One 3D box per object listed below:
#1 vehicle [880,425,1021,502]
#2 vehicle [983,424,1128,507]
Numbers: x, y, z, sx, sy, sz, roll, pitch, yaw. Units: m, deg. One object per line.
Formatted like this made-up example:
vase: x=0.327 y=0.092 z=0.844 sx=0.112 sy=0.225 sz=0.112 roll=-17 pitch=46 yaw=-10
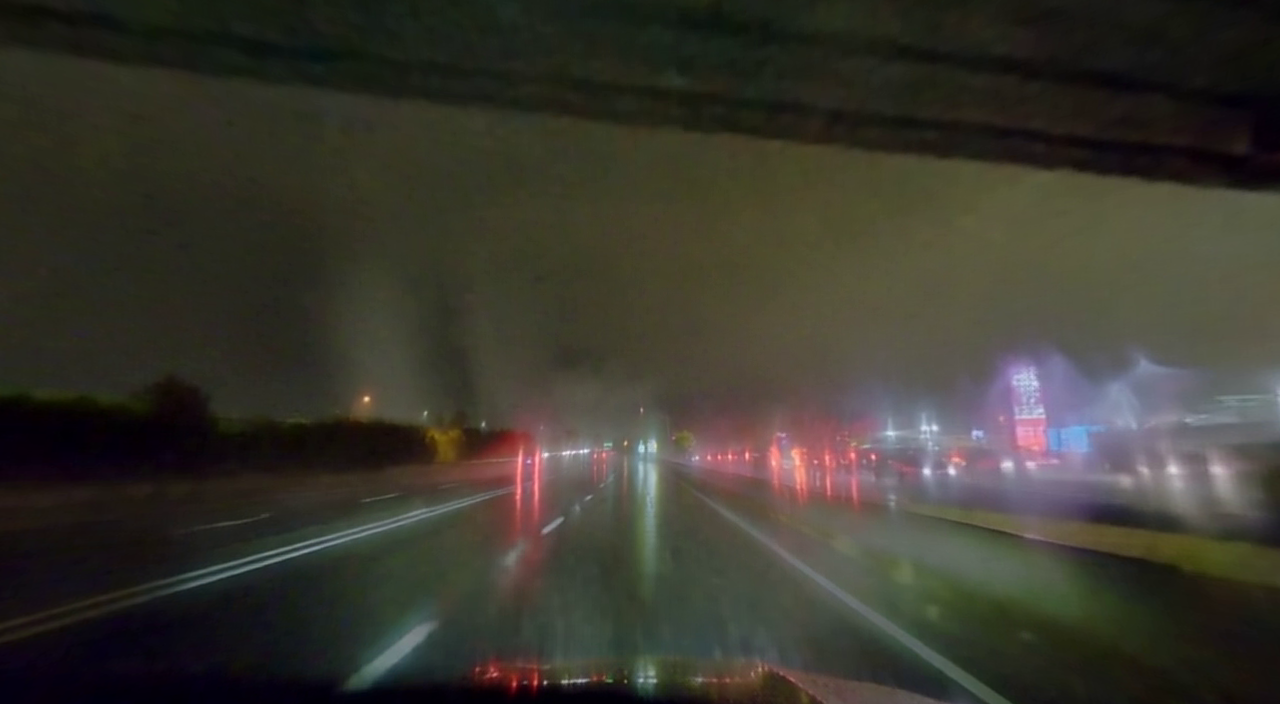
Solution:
vehicle: x=15.845 y=5.742 z=33.183 sx=2.635 sy=3.459 sz=9.104 roll=1 pitch=-9 yaw=-1
vehicle: x=18.662 y=5.096 z=28.803 sx=2.594 sy=3.362 sz=5.549 roll=1 pitch=-9 yaw=-1
